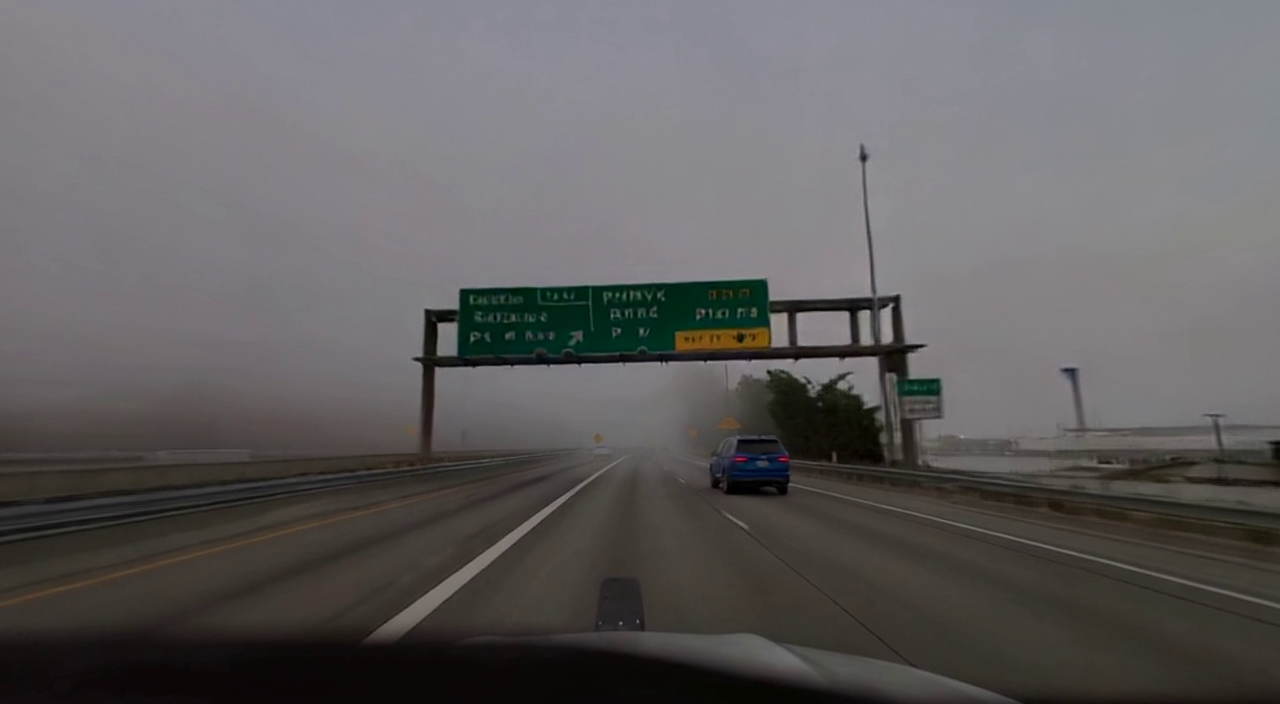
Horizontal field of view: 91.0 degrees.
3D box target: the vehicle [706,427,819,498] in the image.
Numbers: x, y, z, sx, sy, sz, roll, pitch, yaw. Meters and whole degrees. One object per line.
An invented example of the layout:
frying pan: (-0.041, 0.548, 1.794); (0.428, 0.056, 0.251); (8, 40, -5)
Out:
vehicle: (3.376, 3.198, 18.600); (2.296, 1.790, 5.067); (0, -9, 0)
